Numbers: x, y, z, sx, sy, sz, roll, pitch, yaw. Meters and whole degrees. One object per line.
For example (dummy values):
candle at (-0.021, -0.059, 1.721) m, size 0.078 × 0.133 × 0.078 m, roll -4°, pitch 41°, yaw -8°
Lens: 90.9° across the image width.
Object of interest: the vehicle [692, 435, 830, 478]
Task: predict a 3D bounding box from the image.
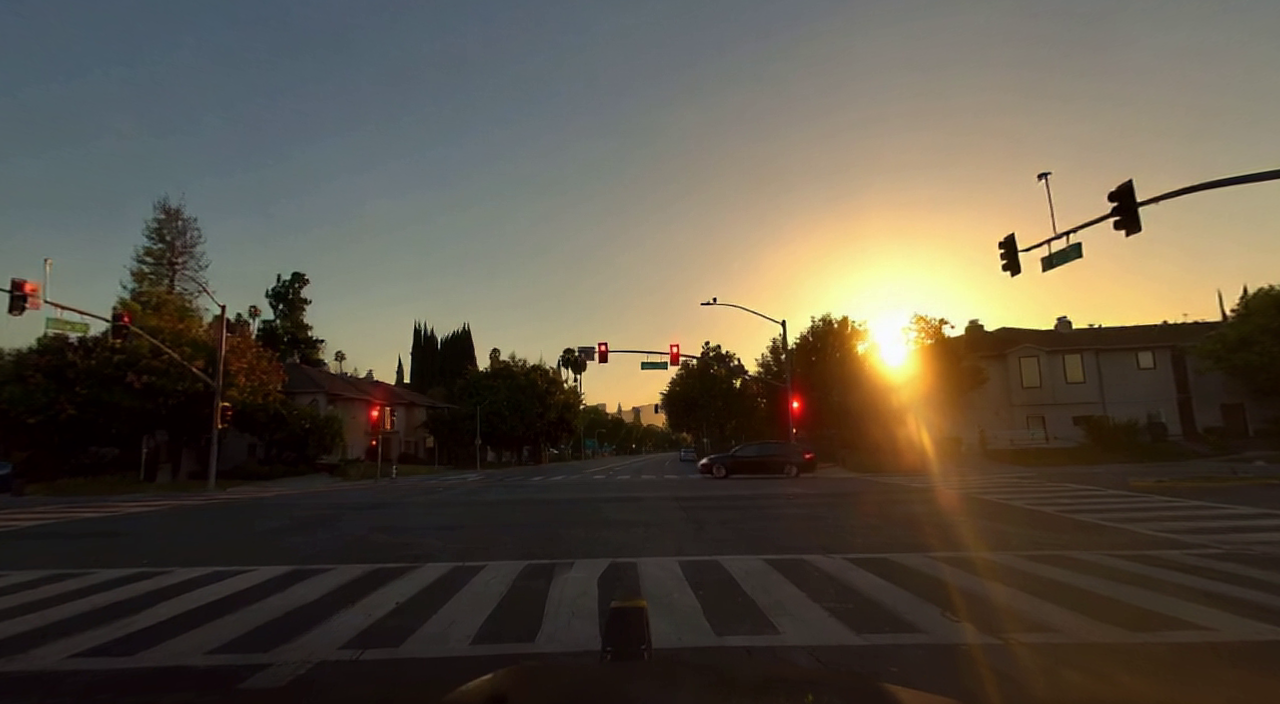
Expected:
vehicle at (4.253, 3.741, 22.724) m, size 4.562 × 1.460 × 1.822 m, roll 0°, pitch -8°, yaw -1°
